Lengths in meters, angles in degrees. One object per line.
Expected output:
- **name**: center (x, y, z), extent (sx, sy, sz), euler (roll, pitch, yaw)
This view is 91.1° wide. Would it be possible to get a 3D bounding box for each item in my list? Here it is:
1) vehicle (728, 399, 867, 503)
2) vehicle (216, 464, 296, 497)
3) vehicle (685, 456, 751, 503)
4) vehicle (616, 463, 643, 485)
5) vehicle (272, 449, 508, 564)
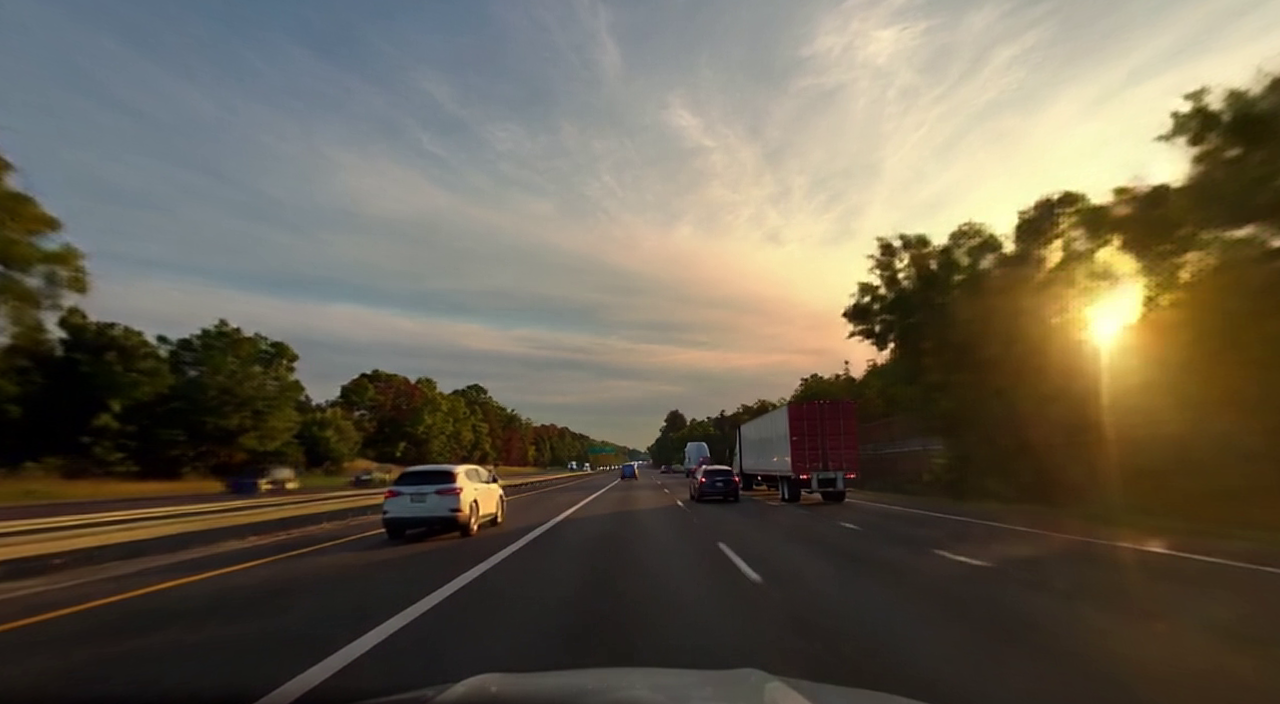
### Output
- **vehicle**: center (7.525, 5.518, 33.881), extent (2.861, 4.086, 17.499), euler (1, -10, 0)
- **vehicle**: center (-19.209, 6.436, 31.621), extent (1.738, 1.489, 3.511), euler (1, -10, 0)
- **vehicle**: center (3.074, 5.177, 25.738), extent (2.050, 1.708, 4.457), euler (1, -10, -2)
- **vehicle**: center (-0.787, 9.561, 49.368), extent (2.025, 1.547, 4.150), euler (1, -10, 0)
- **vehicle**: center (-3.852, 2.493, 10.809), extent (2.065, 1.485, 4.682), euler (1, -10, 1)
